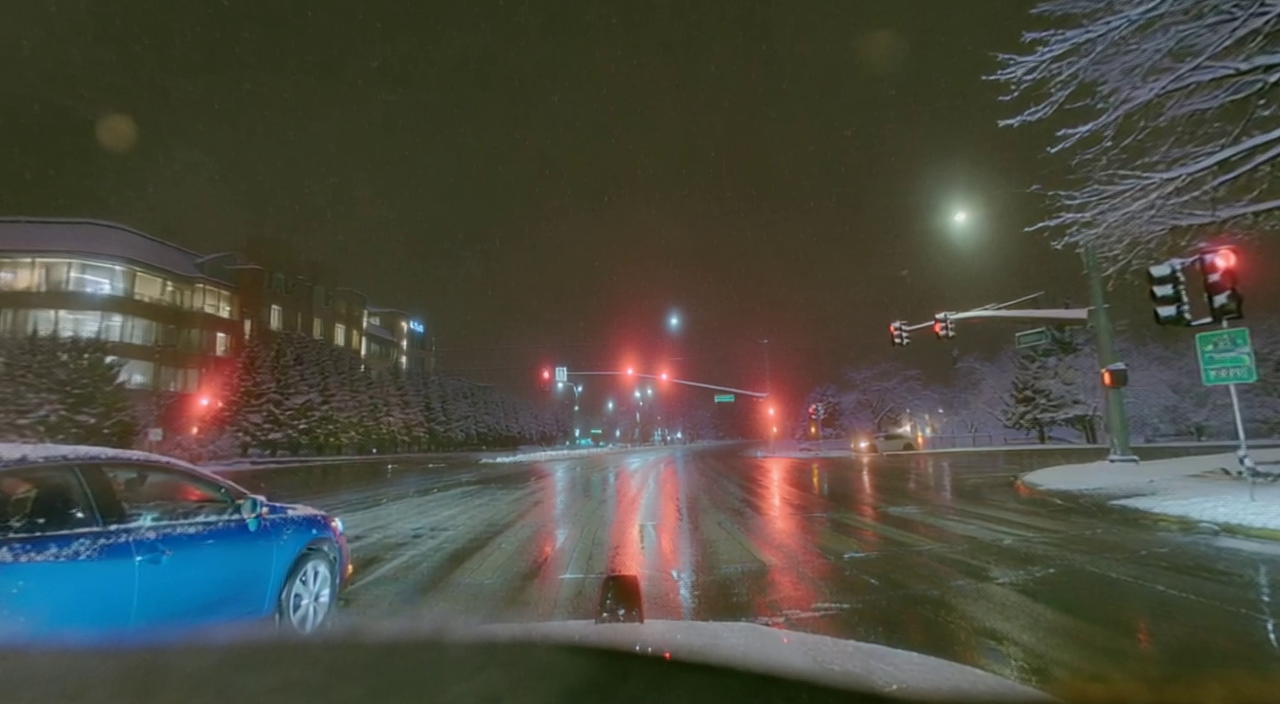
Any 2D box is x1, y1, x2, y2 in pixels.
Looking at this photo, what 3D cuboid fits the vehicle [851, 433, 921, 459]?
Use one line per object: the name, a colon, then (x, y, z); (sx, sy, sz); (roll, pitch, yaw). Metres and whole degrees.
vehicle: (17.632, 6.747, 45.235); (4.600, 1.783, 1.970); (4, -10, -26)
